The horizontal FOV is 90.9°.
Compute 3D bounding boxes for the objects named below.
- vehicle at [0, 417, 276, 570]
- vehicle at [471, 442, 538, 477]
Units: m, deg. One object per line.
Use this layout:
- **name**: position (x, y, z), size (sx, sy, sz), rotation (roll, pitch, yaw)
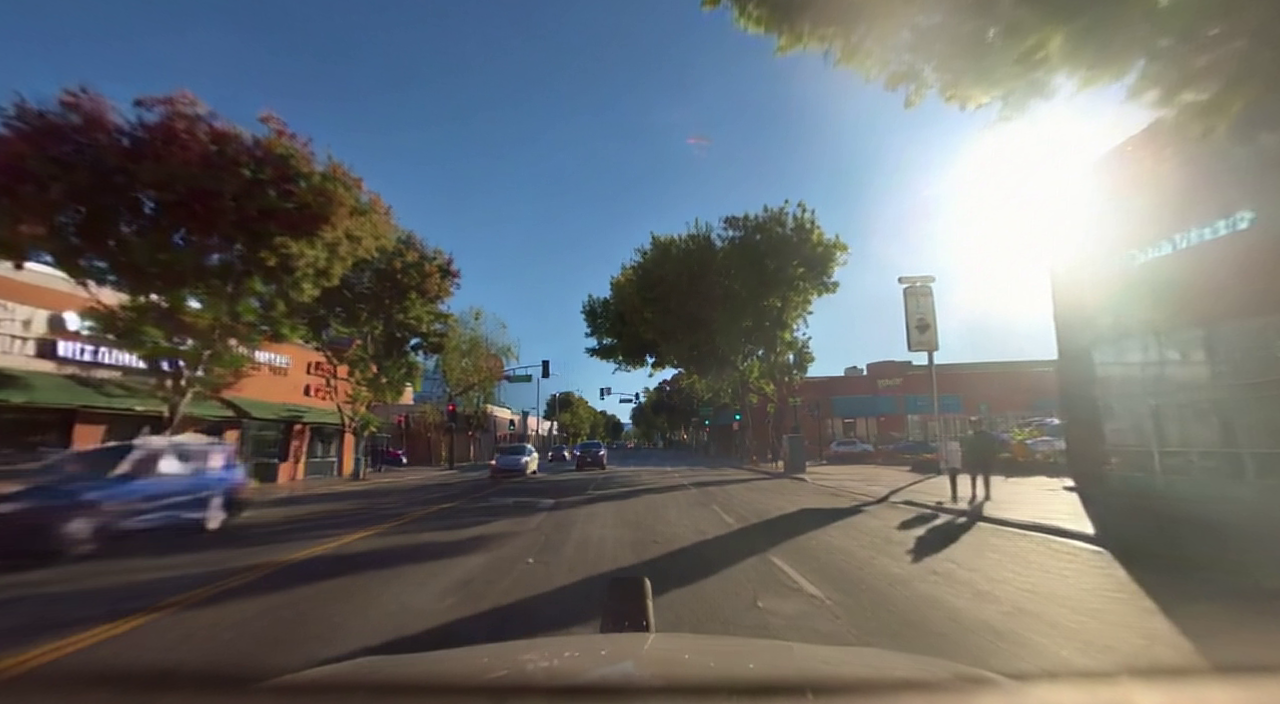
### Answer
- **vehicle**: position (-8.681, 2.167, 10.554), size (2.242, 1.919, 4.922), rotation (0, -8, -1)
- **vehicle**: position (-6.224, 4.965, 29.466), size (2.097, 1.495, 4.489), rotation (0, -8, 0)
